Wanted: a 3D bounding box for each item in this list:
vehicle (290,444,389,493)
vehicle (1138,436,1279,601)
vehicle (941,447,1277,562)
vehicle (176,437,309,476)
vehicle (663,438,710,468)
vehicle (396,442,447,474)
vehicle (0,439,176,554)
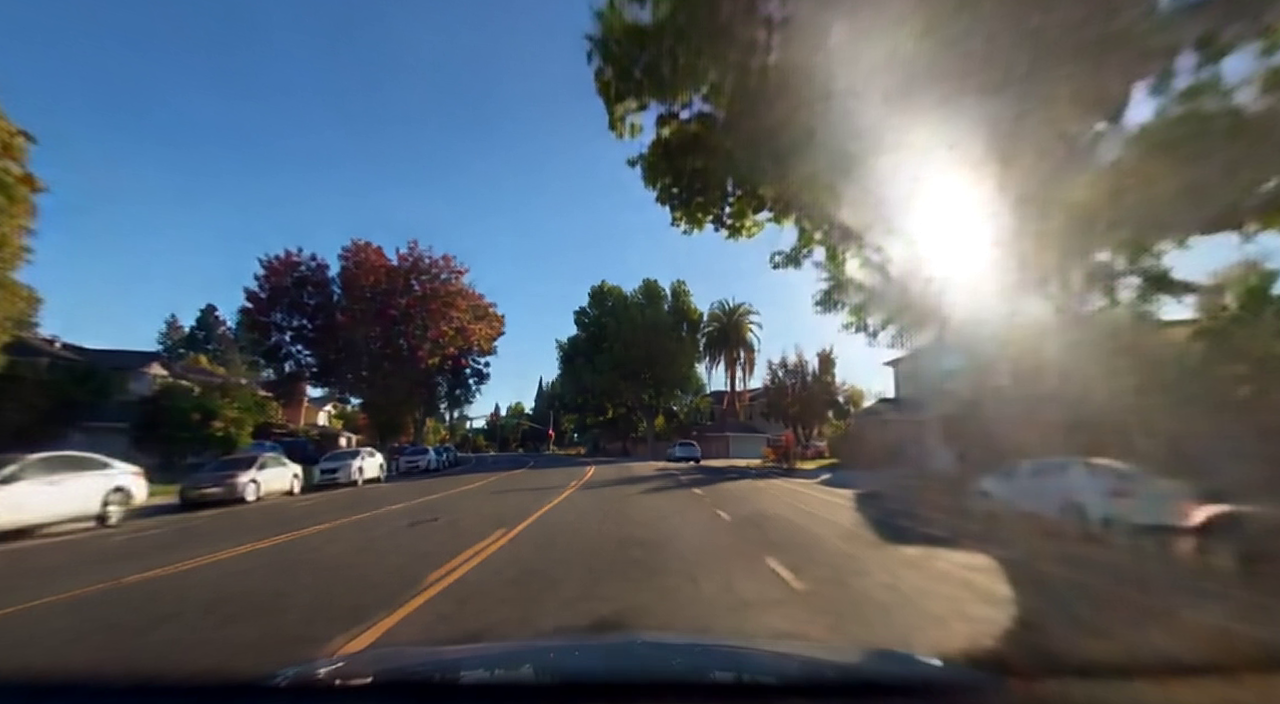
[{"bbox_3d":[-12.160,4.706,25.973,2.032,1.773,4.471,0,-8,-3],"label":"vehicle"},{"bbox_3d":[7.416,1.536,5.420,1.900,1.634,5.232,0,-8,-2],"label":"vehicle"},{"bbox_3d":[7.534,2.440,11.068,1.966,1.502,5.020,0,-8,-1],"label":"vehicle"},{"bbox_3d":[-19.757,5.198,31.657,5.061,1.840,2.236,1,-9,-9],"label":"vehicle"},{"bbox_3d":[2.563,5.736,36.085,1.951,1.620,4.582,1,-8,-5],"label":"vehicle"},{"bbox_3d":[-13.486,6.540,39.282,2.146,1.806,4.733,1,-9,-9],"label":"vehicle"},{"bbox_3d":[-11.437,2.575,11.749,2.049,1.848,4.693,0,-8,-1],"label":"vehicle"}]
